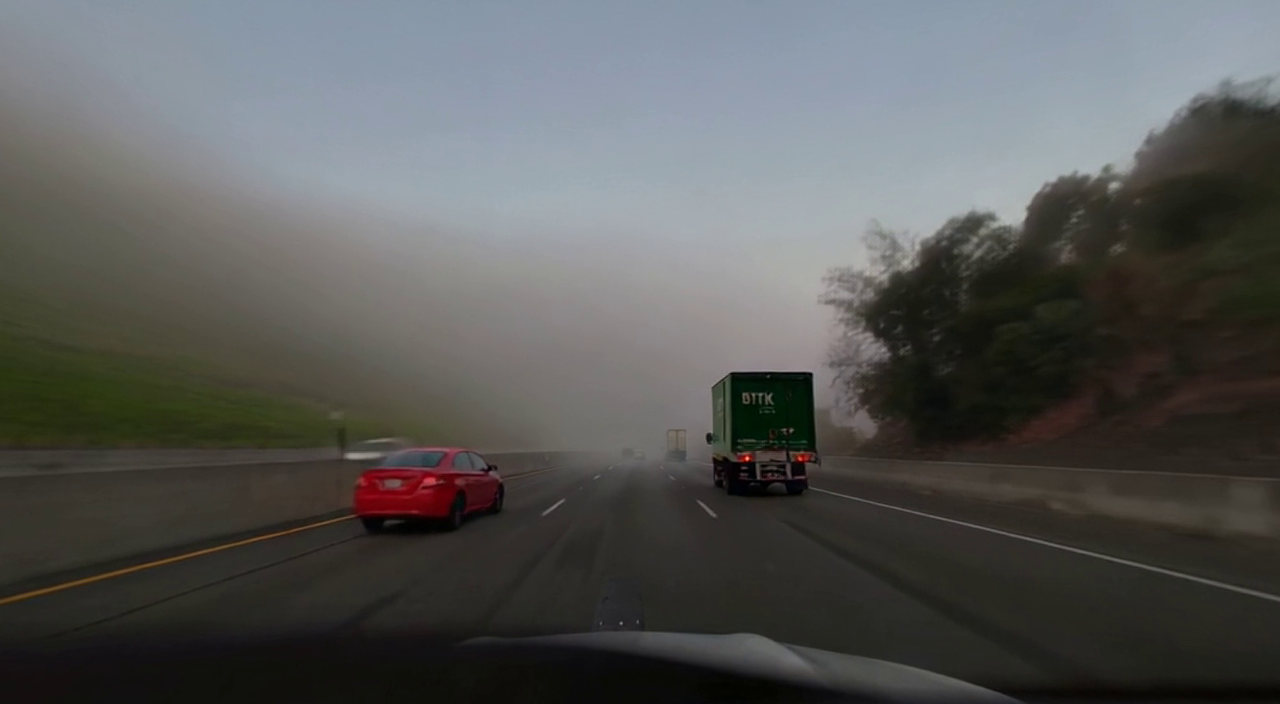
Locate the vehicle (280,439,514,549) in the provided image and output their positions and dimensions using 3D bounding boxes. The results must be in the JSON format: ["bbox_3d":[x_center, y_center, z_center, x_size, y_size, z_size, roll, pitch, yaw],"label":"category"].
[{"bbox_3d":[-3.873,2.369,11.357,2.060,1.475,5.314,0,-9,1],"label":"vehicle"}]

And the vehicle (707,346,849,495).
[{"bbox_3d":[4.038,2.302,20.214,2.999,4.023,6.337,0,-9,-1],"label":"vehicle"}]
